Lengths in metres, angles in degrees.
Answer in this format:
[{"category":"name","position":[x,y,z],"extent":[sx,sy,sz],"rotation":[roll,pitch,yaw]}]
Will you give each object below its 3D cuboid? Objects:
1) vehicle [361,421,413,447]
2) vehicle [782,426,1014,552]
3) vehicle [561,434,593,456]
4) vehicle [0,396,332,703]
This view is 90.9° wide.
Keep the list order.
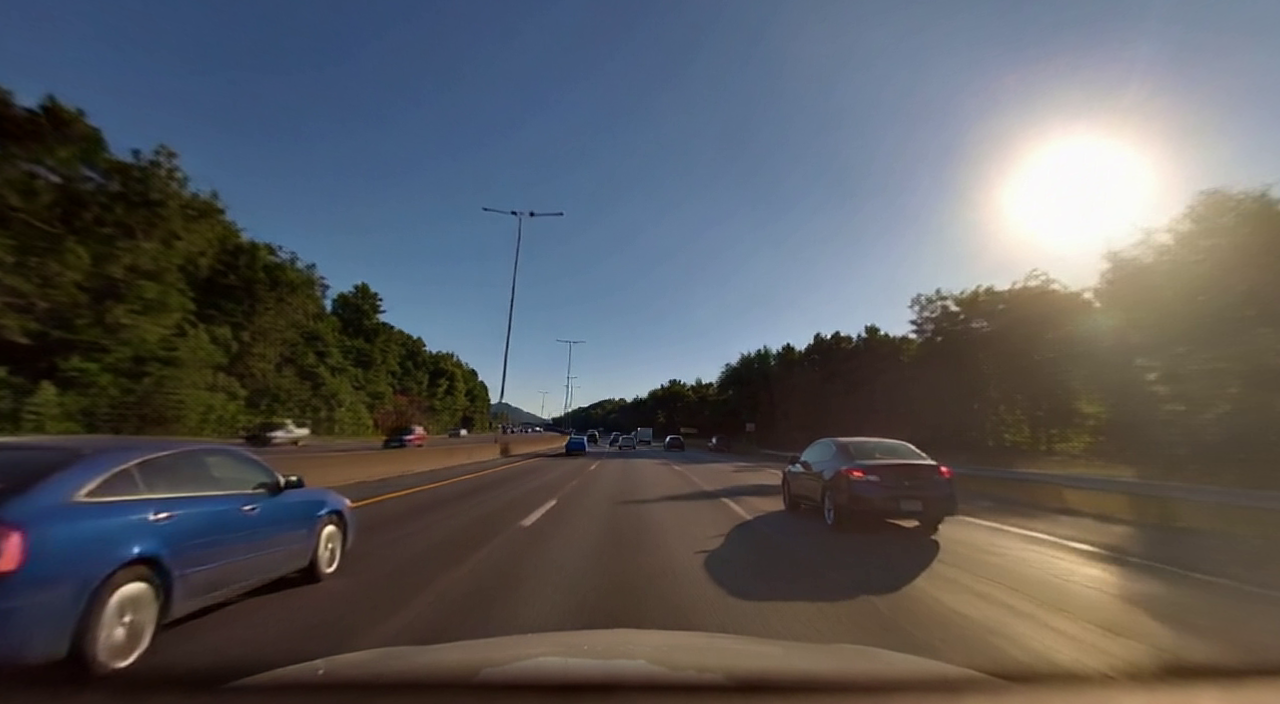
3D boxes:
[{"category":"vehicle","position":[-14.195,4.635,35.530],"extent":[1.587,1.408,3.375],"rotation":[0,-8,-1]},{"category":"vehicle","position":[3.640,1.954,9.771],"extent":[1.883,1.536,3.792],"rotation":[0,-8,-2]},{"category":"vehicle","position":[-4.518,6.708,45.617],"extent":[1.941,1.529,4.111],"rotation":[0,-8,-1]},{"category":"vehicle","position":[-3.948,1.056,3.497],"extent":[2.032,1.535,4.889],"rotation":[0,-8,0]}]
